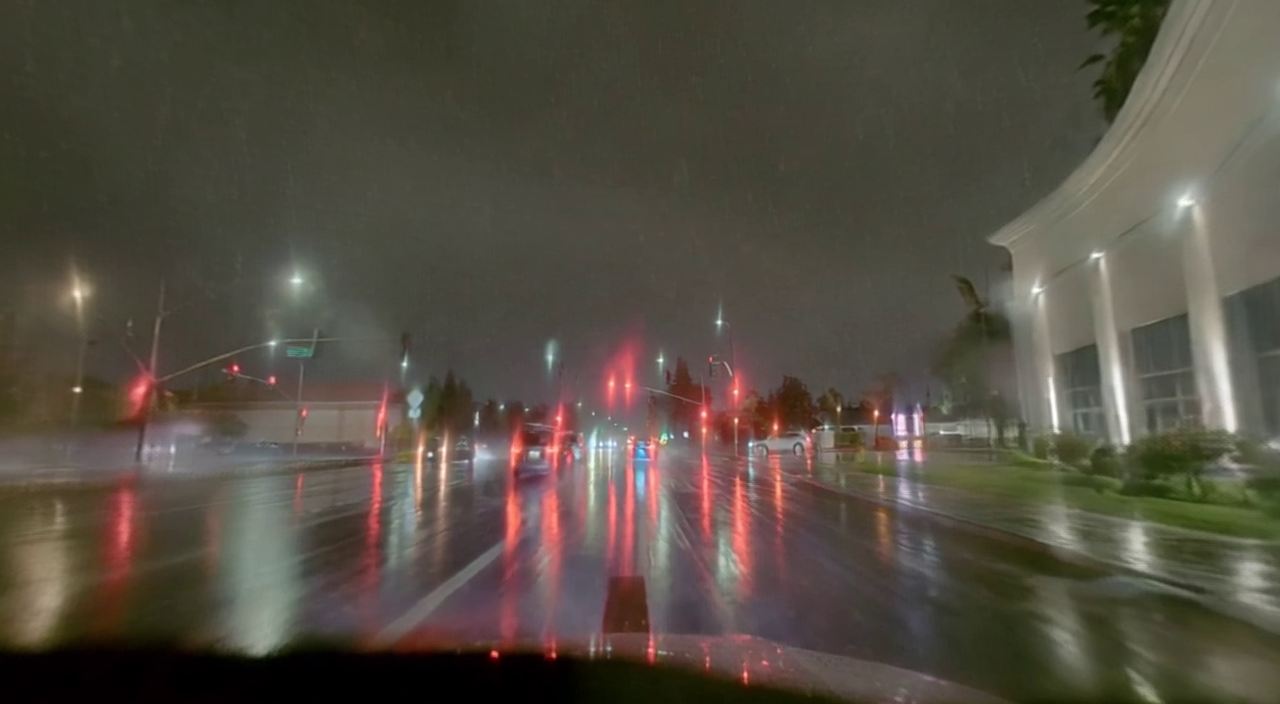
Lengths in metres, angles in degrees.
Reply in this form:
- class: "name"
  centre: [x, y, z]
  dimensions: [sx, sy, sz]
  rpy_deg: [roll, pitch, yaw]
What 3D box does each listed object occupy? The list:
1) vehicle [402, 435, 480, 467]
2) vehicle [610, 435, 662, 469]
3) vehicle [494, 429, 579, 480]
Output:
- class: "vehicle"
  centre: [-9.631, 4.832, 30.921]
  dimensions: [2.096, 1.474, 4.585]
  rpy_deg: [-1, -8, 3]
- class: "vehicle"
  centre: [-0.113, 4.692, 29.886]
  dimensions: [2.258, 1.507, 3.896]
  rpy_deg: [-1, -8, 2]
- class: "vehicle"
  centre: [-3.344, 3.437, 21.314]
  dimensions: [2.029, 1.517, 4.375]
  rpy_deg: [0, -8, 1]
